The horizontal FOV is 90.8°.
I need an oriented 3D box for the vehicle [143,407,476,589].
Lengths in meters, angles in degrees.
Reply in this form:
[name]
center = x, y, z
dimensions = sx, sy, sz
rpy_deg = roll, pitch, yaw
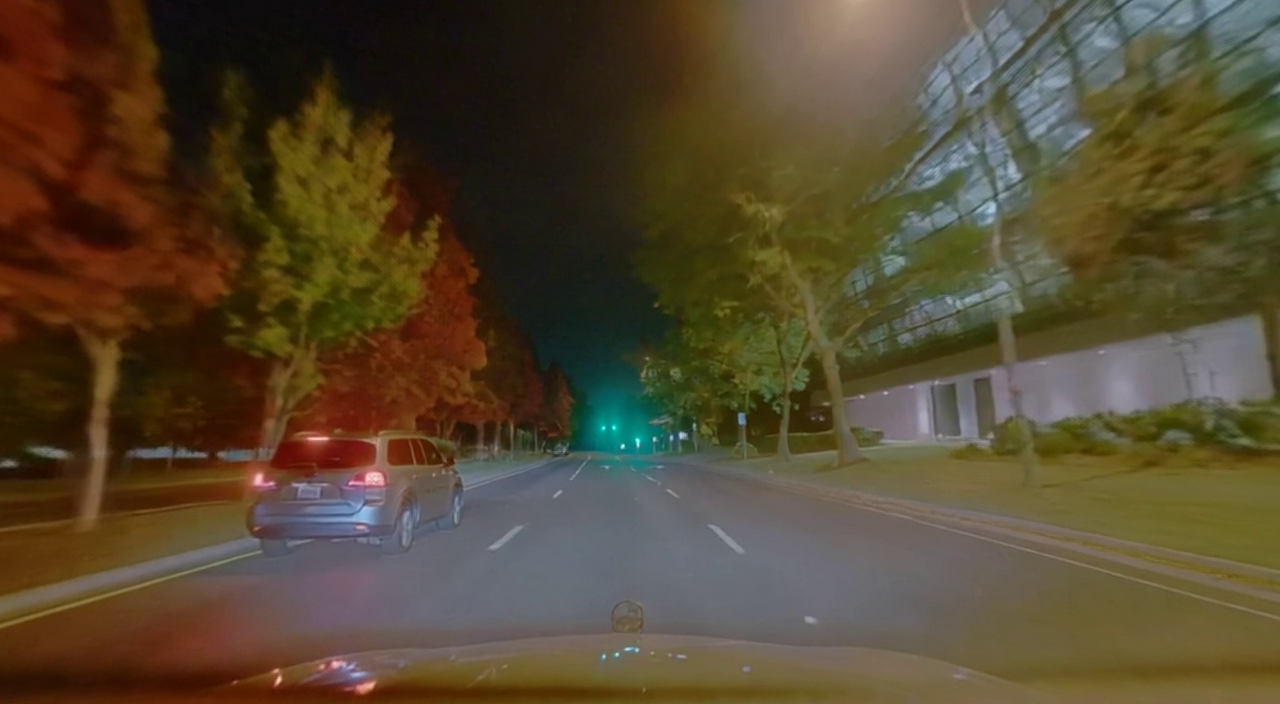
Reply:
[vehicle]
center = -3.742, 1.724, 8.377
dimensions = 2.067, 1.700, 4.561
rpy_deg = 0, -8, -2
